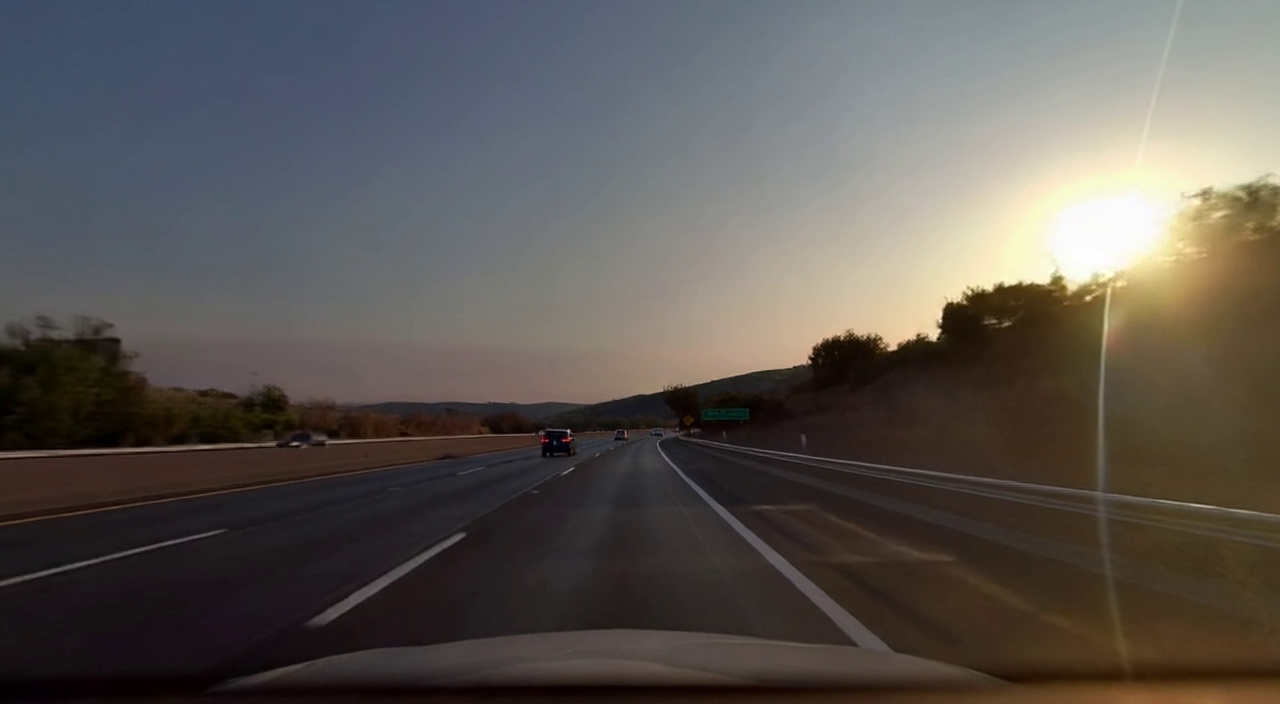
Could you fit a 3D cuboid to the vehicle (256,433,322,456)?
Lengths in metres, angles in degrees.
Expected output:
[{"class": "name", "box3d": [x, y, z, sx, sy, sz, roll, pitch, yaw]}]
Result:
[{"class": "vehicle", "box3d": [-23.670, 6.256, 42.568, 1.850, 1.483, 4.369, 0, -8, 1]}]

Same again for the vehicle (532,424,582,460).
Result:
[{"class": "vehicle", "box3d": [-4.246, 4.686, 32.827, 1.980, 1.721, 4.419, 0, -8, 1]}]
